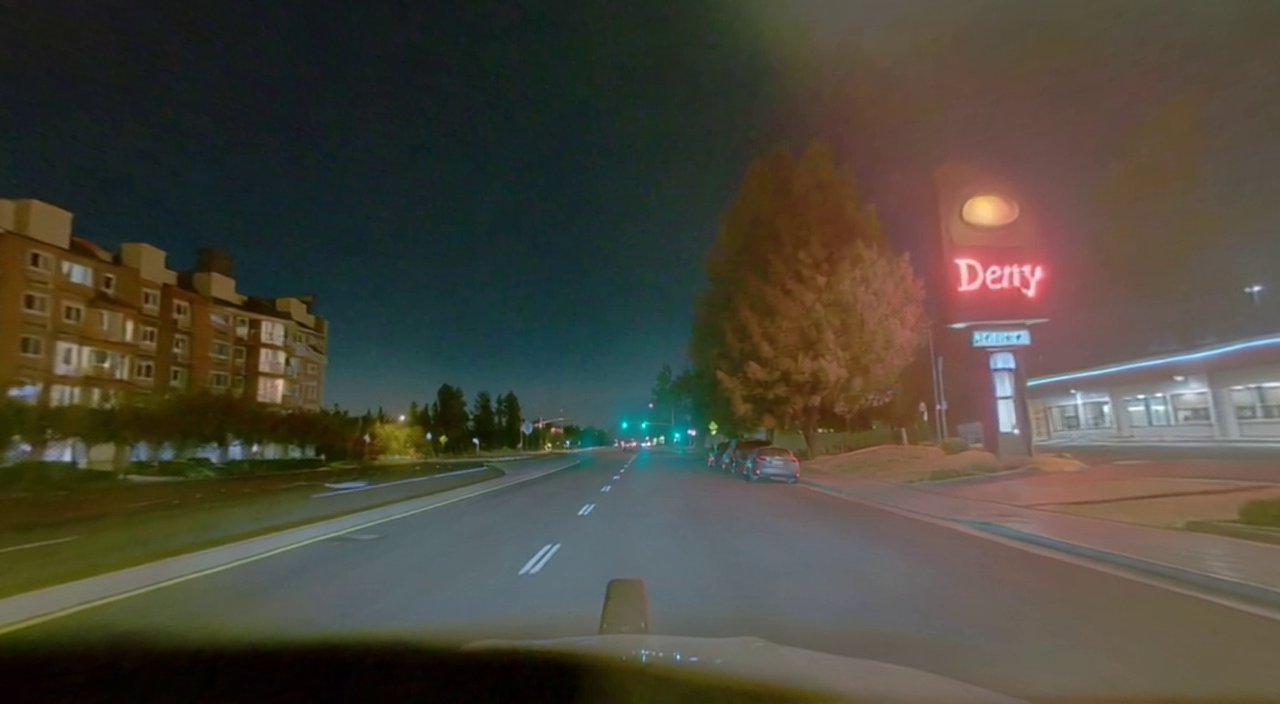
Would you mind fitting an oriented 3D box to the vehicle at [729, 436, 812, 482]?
[{"bbox_3d":[4.700,3.930,23.557,2.085,1.509,5.134,0,-8,1],"label":"vehicle"}]
